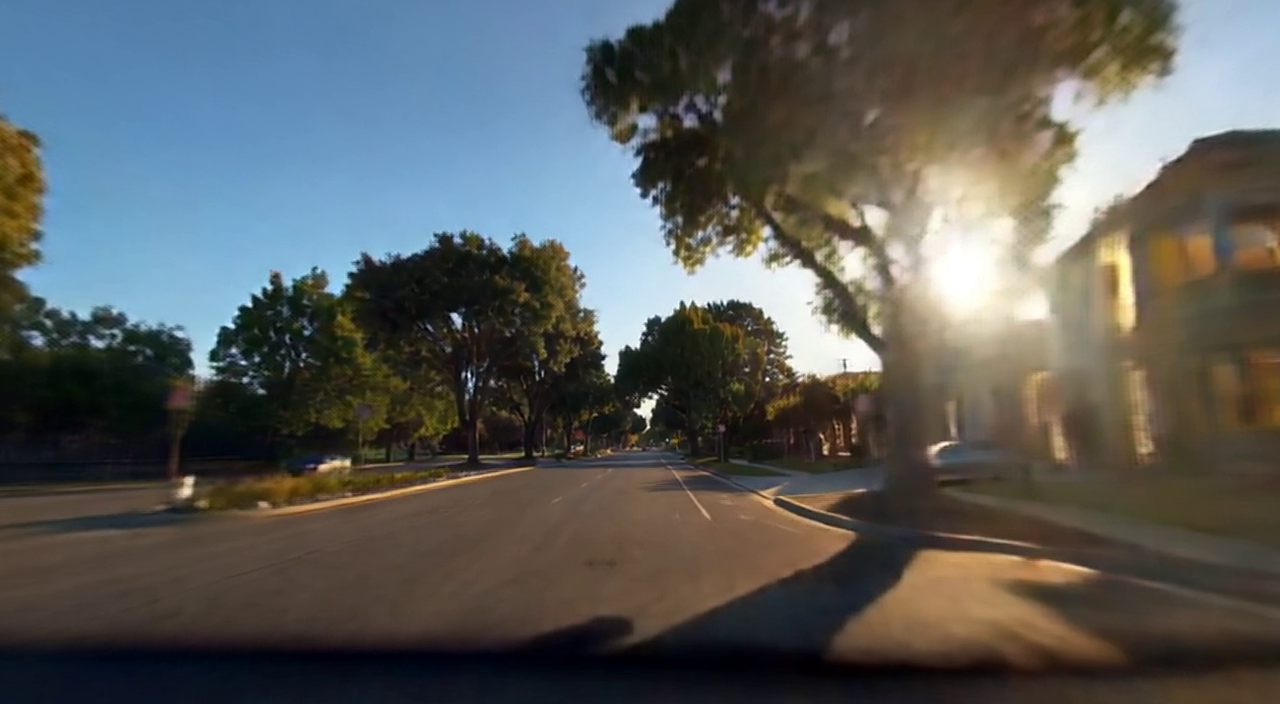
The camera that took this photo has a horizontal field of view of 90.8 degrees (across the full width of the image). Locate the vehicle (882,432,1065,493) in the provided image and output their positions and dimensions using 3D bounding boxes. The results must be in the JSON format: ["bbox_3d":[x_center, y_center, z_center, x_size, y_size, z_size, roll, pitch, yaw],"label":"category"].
[{"bbox_3d":[10.284,3.411,19.877,2.199,1.661,4.495,5,-10,-30],"label":"vehicle"}]

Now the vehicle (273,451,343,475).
[{"bbox_3d":[-21.915,7.326,41.947,1.989,1.477,4.760,0,-8,2],"label":"vehicle"}]
